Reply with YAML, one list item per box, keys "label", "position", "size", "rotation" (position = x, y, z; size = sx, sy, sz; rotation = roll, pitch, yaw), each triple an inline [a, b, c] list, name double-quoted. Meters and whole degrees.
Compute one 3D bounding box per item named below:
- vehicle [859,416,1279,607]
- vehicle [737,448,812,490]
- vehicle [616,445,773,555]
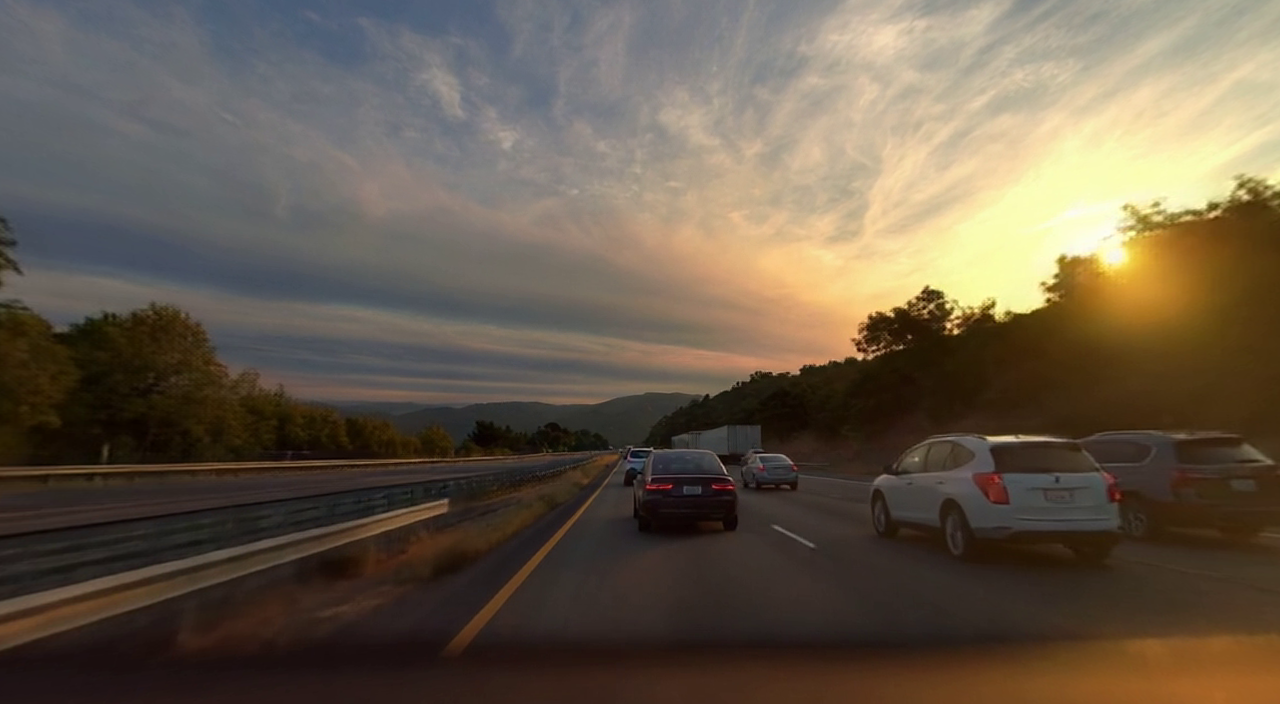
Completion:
- label: "vehicle"
  position: [4.615, 1.767, 7.931]
  size: [1.998, 1.657, 4.604]
  rotation: [0, -9, -1]
- label: "vehicle"
  position: [5.187, 4.546, 24.830]
  size: [1.908, 1.500, 4.157]
  rotation: [0, -9, -2]
- label: "vehicle"
  position: [0.690, 2.261, 10.295]
  size: [2.094, 1.426, 3.725]
  rotation: [0, -9, -1]
